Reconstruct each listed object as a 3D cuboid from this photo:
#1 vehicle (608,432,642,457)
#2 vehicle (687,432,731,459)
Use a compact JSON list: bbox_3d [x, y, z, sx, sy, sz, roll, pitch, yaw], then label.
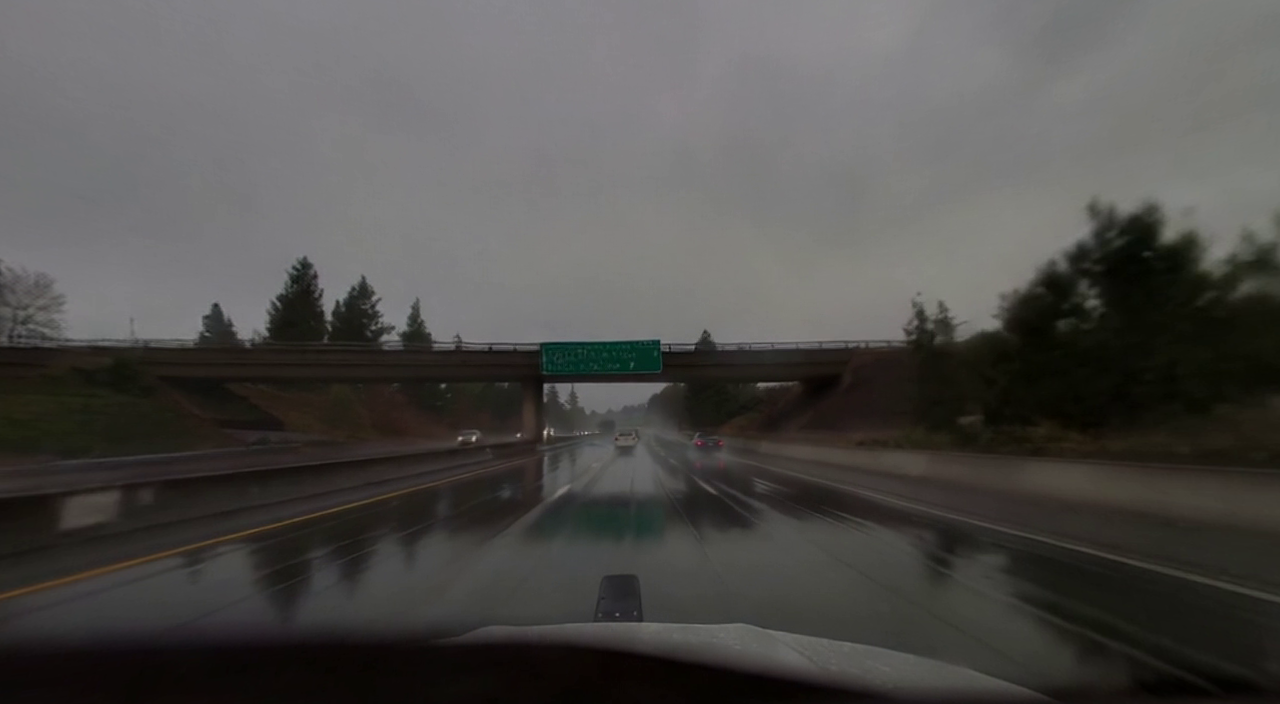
[{"bbox_3d":[-0.919,5.720,39.028,1.987,1.440,3.565,0,-8,-1],"label":"vehicle"},{"bbox_3d":[4.103,5.602,37.998,2.056,1.508,4.093,0,-8,-2],"label":"vehicle"}]
